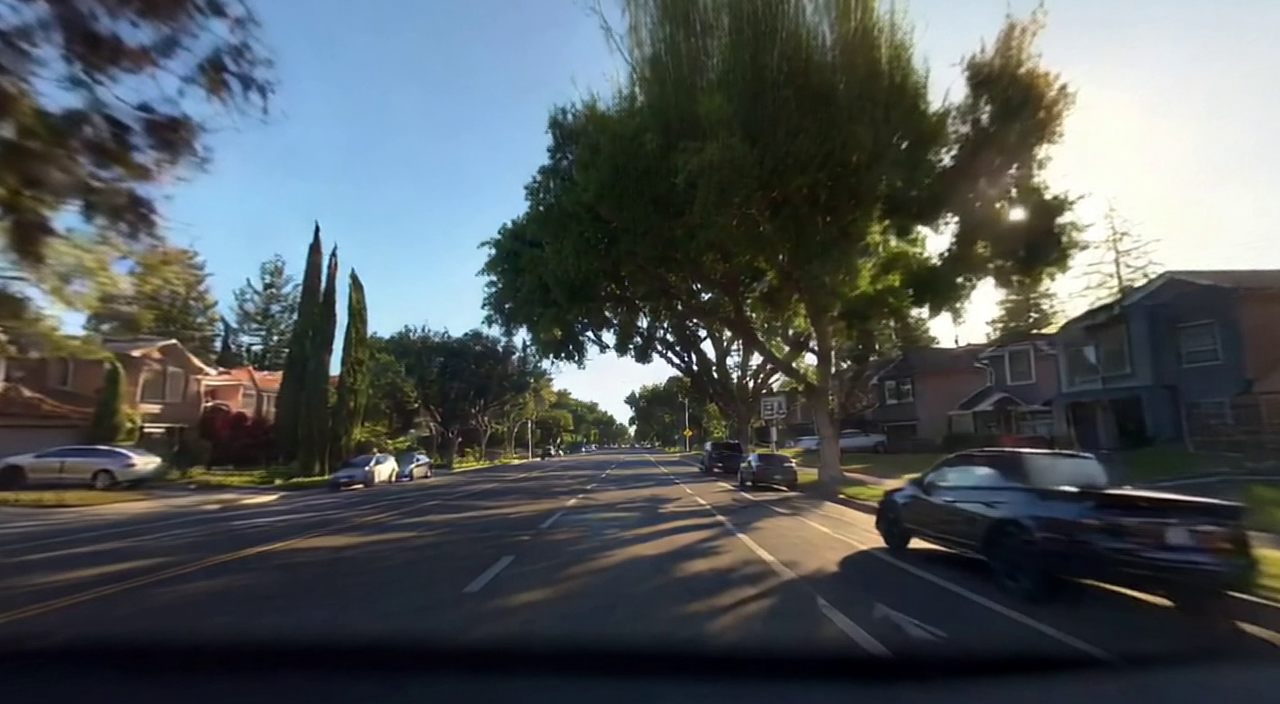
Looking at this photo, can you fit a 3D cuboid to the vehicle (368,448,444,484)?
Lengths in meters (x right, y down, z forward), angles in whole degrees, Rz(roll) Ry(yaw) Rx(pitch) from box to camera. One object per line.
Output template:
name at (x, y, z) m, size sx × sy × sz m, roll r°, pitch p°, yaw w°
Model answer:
vehicle at (-11.015, 5.354, 30.119) m, size 1.883 × 1.565 × 4.696 m, roll 0°, pitch -9°, yaw -1°

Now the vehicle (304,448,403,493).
vehicle at (-11.021, 4.552, 24.674) m, size 1.895 × 1.551 × 4.229 m, roll 0°, pitch -9°, yaw 0°

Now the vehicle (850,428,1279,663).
vehicle at (4.081, 1.609, 6.509) m, size 1.997 × 1.510 × 4.555 m, roll 0°, pitch -9°, yaw -4°

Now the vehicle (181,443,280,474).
vehicle at (-23.892, 6.205, 37.015) m, size 4.304 × 1.755 × 2.047 m, roll 0°, pitch -9°, yaw -1°

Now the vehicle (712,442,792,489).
vehicle at (3.887, 4.020, 22.799) m, size 2.002 × 1.493 × 4.652 m, roll 0°, pitch -9°, yaw -1°

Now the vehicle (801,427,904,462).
vehicle at (12.687, 5.546, 37.983) m, size 5.279 × 2.003 × 2.233 m, roll 0°, pitch -9°, yaw -2°

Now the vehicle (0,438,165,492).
vehicle at (-20.033, 3.903, 22.001) m, size 5.216 × 1.780 × 2.045 m, roll 0°, pitch -9°, yaw -1°
